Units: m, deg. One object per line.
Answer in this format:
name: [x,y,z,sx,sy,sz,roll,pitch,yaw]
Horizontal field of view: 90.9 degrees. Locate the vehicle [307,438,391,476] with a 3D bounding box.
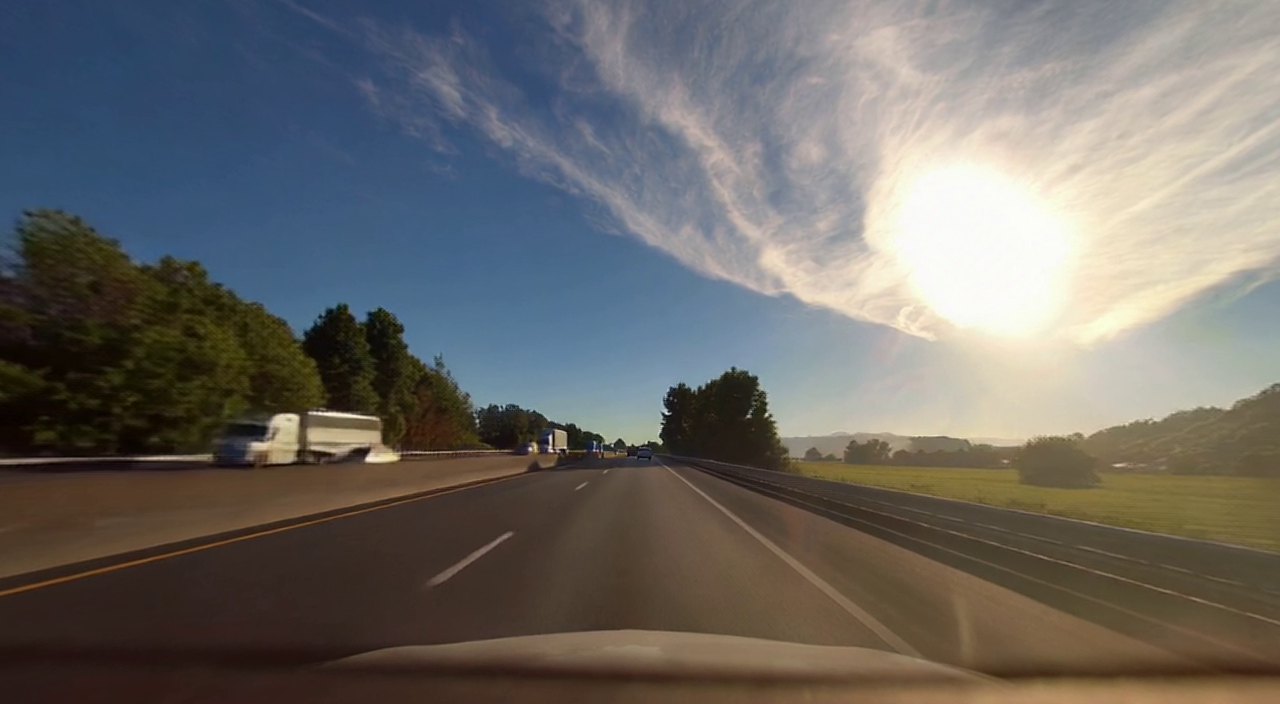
vehicle: [-11.596,4.195,25.360,1.772,1.418,3.370,0,-9,-1]

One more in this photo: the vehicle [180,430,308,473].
vehicle: [-15.730,4.007,25.389,2.202,1.541,4.490,0,-9,0]
